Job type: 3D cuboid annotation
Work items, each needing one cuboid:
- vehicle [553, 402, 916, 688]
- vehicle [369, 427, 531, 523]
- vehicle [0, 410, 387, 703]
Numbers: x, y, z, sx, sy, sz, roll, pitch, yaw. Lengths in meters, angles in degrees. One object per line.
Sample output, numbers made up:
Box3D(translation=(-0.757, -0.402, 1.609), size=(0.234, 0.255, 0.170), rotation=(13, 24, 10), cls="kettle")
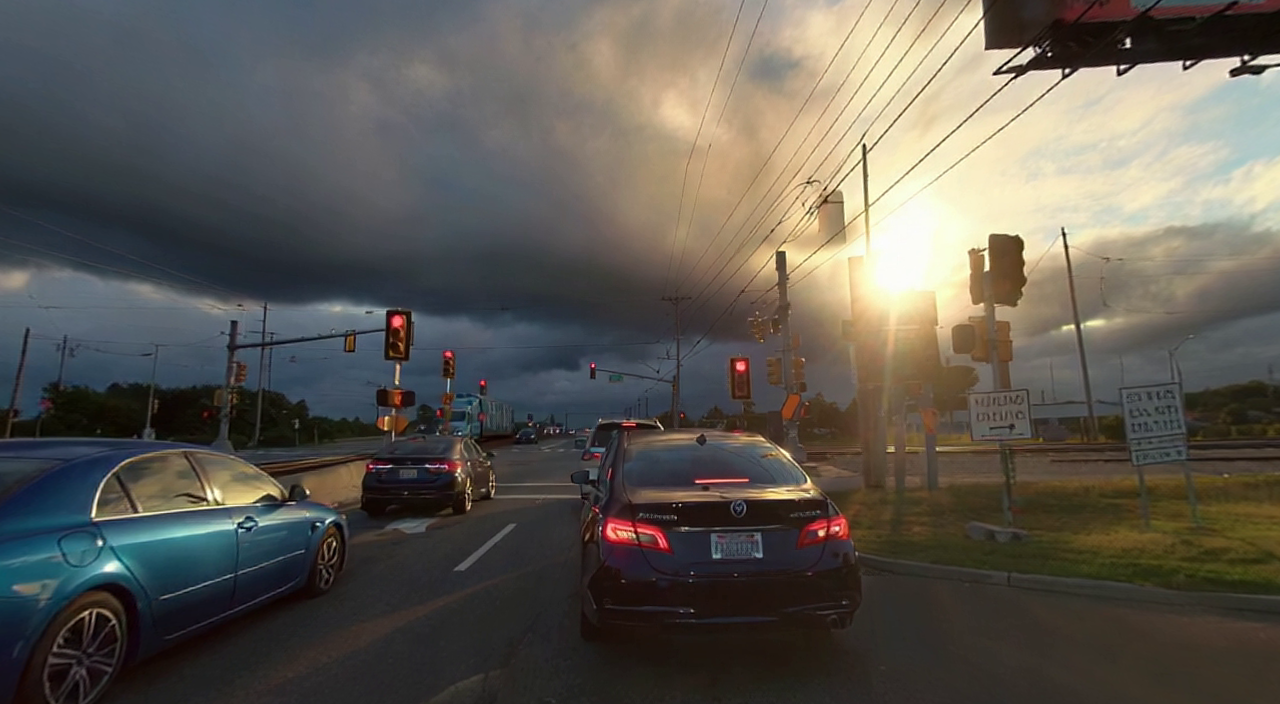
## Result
Box3D(translation=(0.402, 1.343, 5.506), size=(1.998, 1.529, 3.960), rotation=(1, -9, -4), cls="vehicle")
Box3D(translation=(-3.361, 2.263, 12.086), size=(1.984, 1.505, 3.982), rotation=(0, -9, -2), cls="vehicle")
Box3D(translation=(-3.713, 1.252, 4.462), size=(1.956, 1.468, 4.585), rotation=(0, -9, 0), cls="vehicle")
